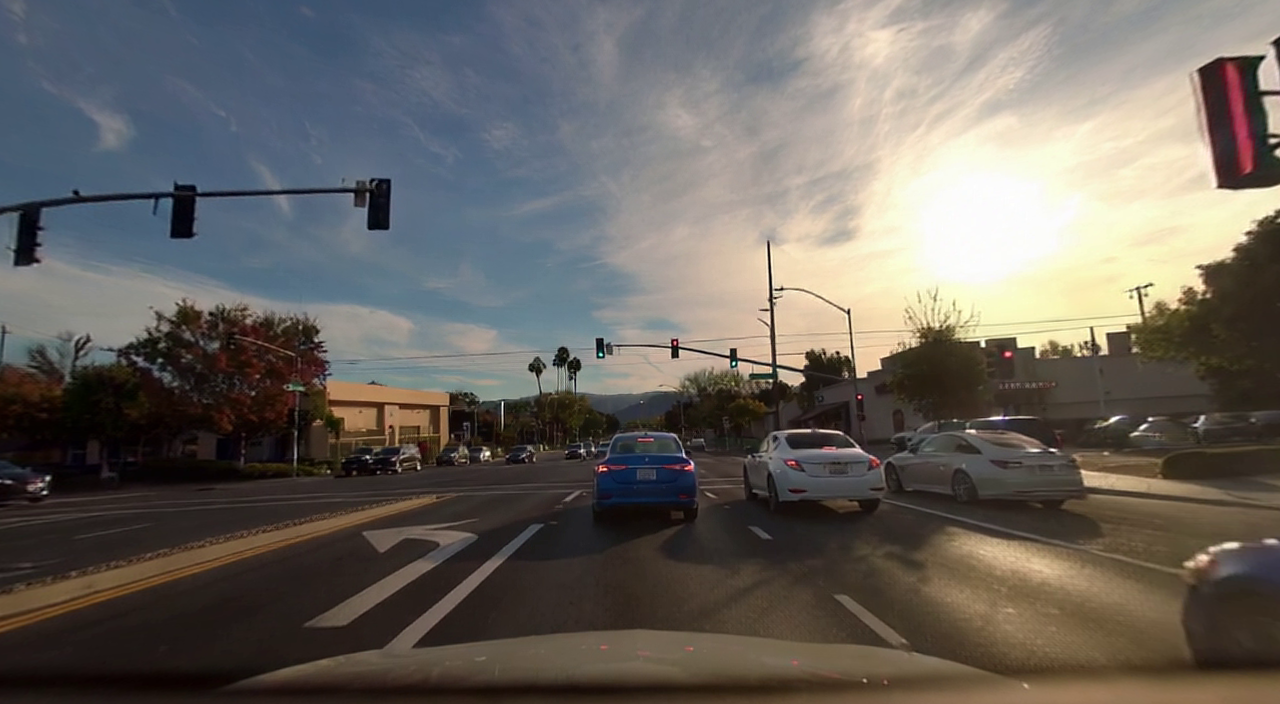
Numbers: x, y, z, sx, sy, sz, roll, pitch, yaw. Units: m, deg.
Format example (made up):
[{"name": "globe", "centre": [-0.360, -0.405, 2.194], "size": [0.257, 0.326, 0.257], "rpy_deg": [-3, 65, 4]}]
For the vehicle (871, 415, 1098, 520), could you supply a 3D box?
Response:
[{"name": "vehicle", "centre": [6.435, 2.213, 12.529], "size": [2.009, 1.700, 4.275], "rpy_deg": [0, -8, -1]}]

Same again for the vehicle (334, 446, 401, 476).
[{"name": "vehicle", "centre": [-18.636, 7.451, 43.568], "size": [2.324, 1.911, 5.610], "rpy_deg": [0, -8, -3]}]

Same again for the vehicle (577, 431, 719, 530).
[{"name": "vehicle", "centre": [0.081, 2.246, 11.615], "size": [2.135, 1.468, 4.076], "rpy_deg": [0, -8, -1]}]

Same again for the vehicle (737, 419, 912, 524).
[{"name": "vehicle", "centre": [3.271, 2.231, 12.355], "size": [1.973, 1.633, 4.717], "rpy_deg": [0, -8, 0]}]

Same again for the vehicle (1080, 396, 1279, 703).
[{"name": "vehicle", "centre": [3.542, 0.732, 1.310], "size": [1.889, 1.473, 4.643], "rpy_deg": [0, -8, 0]}]
